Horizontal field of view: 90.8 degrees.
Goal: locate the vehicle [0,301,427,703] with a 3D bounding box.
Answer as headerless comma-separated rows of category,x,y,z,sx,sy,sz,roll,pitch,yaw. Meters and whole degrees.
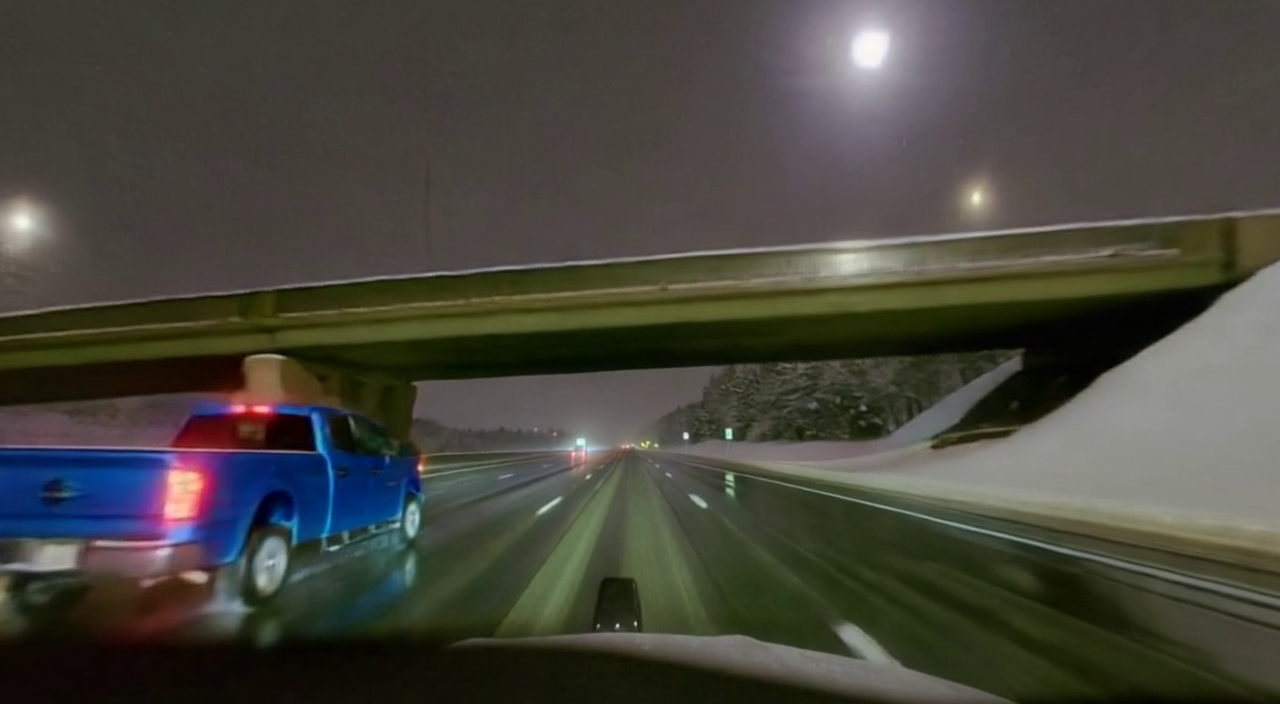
vehicle,-4.203,1.178,5.585,2.529,2.003,5.904,0,-9,0
